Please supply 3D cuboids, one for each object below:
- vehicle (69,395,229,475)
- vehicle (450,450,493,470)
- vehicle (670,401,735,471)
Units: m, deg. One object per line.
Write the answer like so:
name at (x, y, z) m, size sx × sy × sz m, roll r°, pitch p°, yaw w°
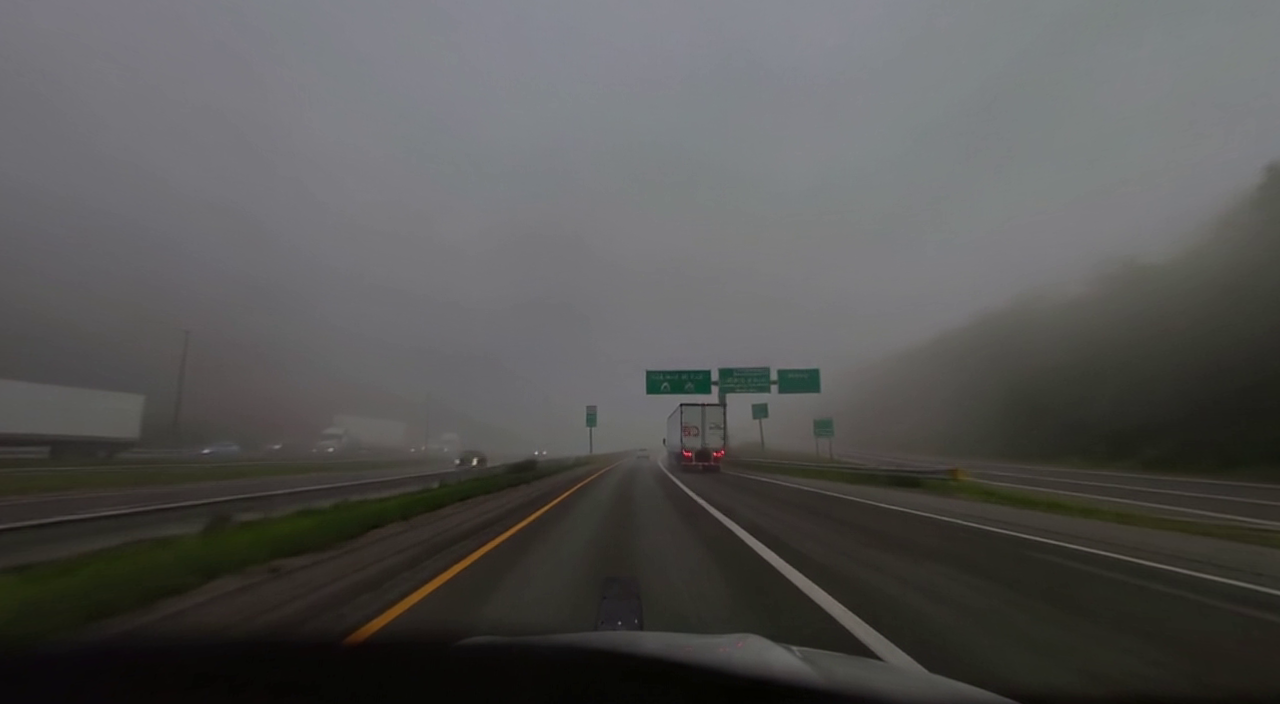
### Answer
vehicle at (-26.567, 4.643, 34.593) m, size 3.120 × 3.923 × 6.859 m, roll 0°, pitch -9°, yaw 0°
vehicle at (-12.942, 8.332, 48.668) m, size 1.933 × 1.482 × 4.661 m, roll -1°, pitch -9°, yaw 1°
vehicle at (4.012, 5.952, 43.736) m, size 3.185 × 4.154 × 12.638 m, roll 0°, pitch -9°, yaw 0°
